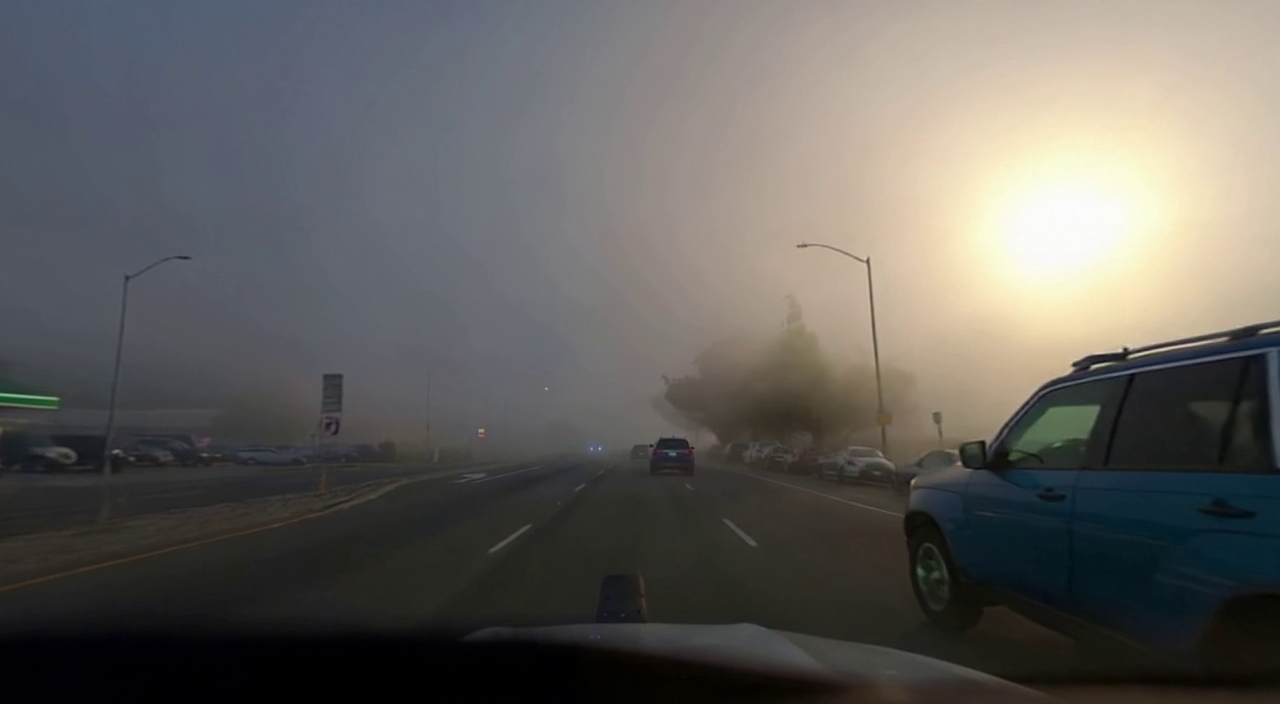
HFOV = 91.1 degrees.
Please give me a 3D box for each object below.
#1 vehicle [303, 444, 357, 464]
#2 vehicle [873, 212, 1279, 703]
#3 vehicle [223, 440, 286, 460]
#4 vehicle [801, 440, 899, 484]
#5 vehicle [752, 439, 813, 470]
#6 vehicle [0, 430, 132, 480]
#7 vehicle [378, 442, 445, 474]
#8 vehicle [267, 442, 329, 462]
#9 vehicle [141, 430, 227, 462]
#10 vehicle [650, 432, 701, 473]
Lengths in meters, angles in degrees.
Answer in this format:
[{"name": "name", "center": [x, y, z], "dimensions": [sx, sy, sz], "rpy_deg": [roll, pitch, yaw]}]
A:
[{"name": "vehicle", "center": [-24.259, 7.980, 49.308], "dimensions": [1.822, 1.466, 4.445], "rpy_deg": [0, -9, 2]}, {"name": "vehicle", "center": [3.057, 0.713, 2.797], "dimensions": [2.246, 1.963, 4.777], "rpy_deg": [0, -8, 1]}, {"name": "vehicle", "center": [-30.100, 7.684, 49.181], "dimensions": [1.949, 1.466, 4.654], "rpy_deg": [0, -8, 1]}, {"name": "vehicle", "center": [7.474, 3.947, 22.852], "dimensions": [1.966, 1.416, 4.589], "rpy_deg": [0, -8, 0]}, {"name": "vehicle", "center": [7.441, 5.417, 33.281], "dimensions": [2.055, 1.508, 4.782], "rpy_deg": [0, -8, 0]}, {"name": "vehicle", "center": [-25.714, 4.501, 27.653], "dimensions": [2.086, 1.967, 5.297], "rpy_deg": [0, -8, 1]}, {"name": "vehicle", "center": [-11.438, 5.330, 31.720], "dimensions": [1.942, 1.473, 4.506], "rpy_deg": [1, -8, -4]}, {"name": "vehicle", "center": [-26.934, 7.897, 49.701], "dimensions": [1.929, 1.537, 5.124], "rpy_deg": [0, -8, 2]}, {"name": "vehicle", "center": [-30.719, 6.401, 42.546], "dimensions": [2.042, 1.901, 5.209], "rpy_deg": [-3, -10, -1]}, {"name": "vehicle", "center": [1.703, 4.958, 31.210], "dimensions": [2.317, 1.857, 5.150], "rpy_deg": [0, -8, 2]}]
